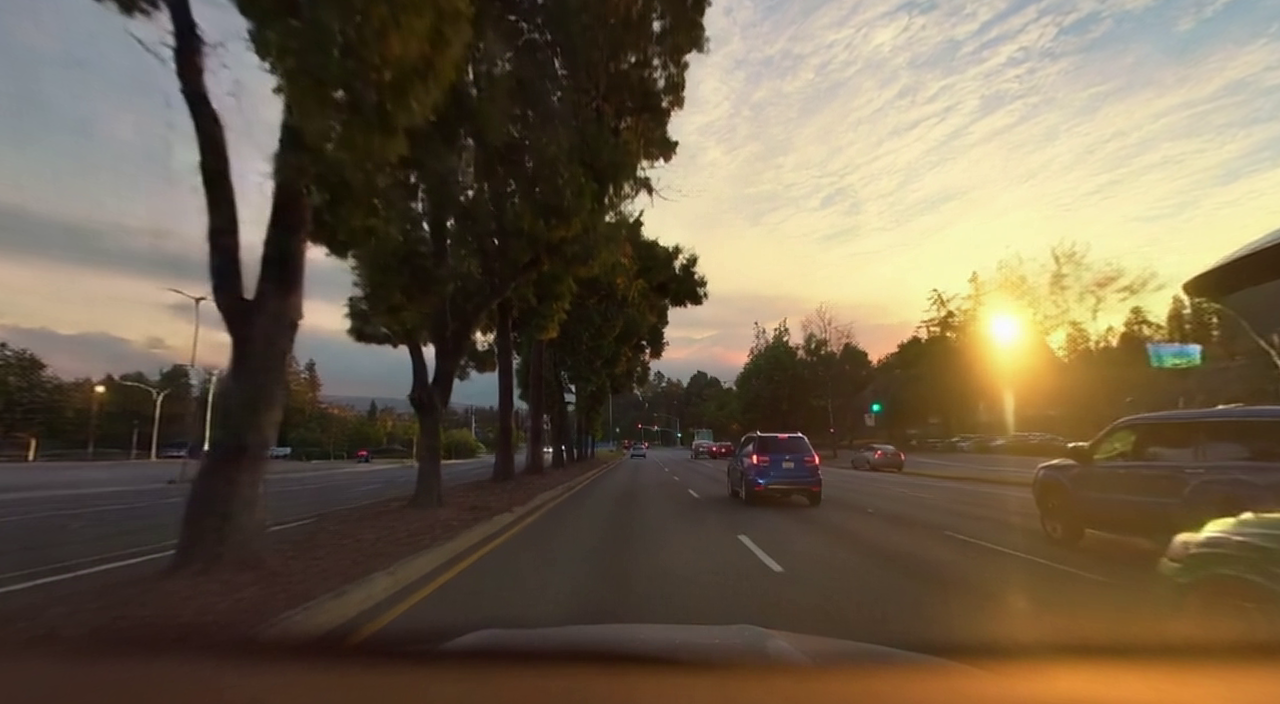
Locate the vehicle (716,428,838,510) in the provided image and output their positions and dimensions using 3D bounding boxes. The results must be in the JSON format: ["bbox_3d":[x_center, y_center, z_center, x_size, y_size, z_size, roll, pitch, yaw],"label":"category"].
[{"bbox_3d":[3.168,2.795,15.528,2.075,1.698,4.142,1,-8,0],"label":"vehicle"}]

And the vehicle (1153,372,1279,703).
[{"bbox_3d":[3.165,0.563,0.105,1.932,1.547,4.992,1,-8,0],"label":"vehicle"}]

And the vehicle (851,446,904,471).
[{"bbox_3d":[15.392,6.893,40.970,1.815,1.493,4.135,1,-8,0],"label":"vehicle"}]

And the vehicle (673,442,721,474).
[{"bbox_3d":[2.832,5.336,32.085,1.980,1.484,4.093,1,-8,-1],"label":"vehicle"}]
